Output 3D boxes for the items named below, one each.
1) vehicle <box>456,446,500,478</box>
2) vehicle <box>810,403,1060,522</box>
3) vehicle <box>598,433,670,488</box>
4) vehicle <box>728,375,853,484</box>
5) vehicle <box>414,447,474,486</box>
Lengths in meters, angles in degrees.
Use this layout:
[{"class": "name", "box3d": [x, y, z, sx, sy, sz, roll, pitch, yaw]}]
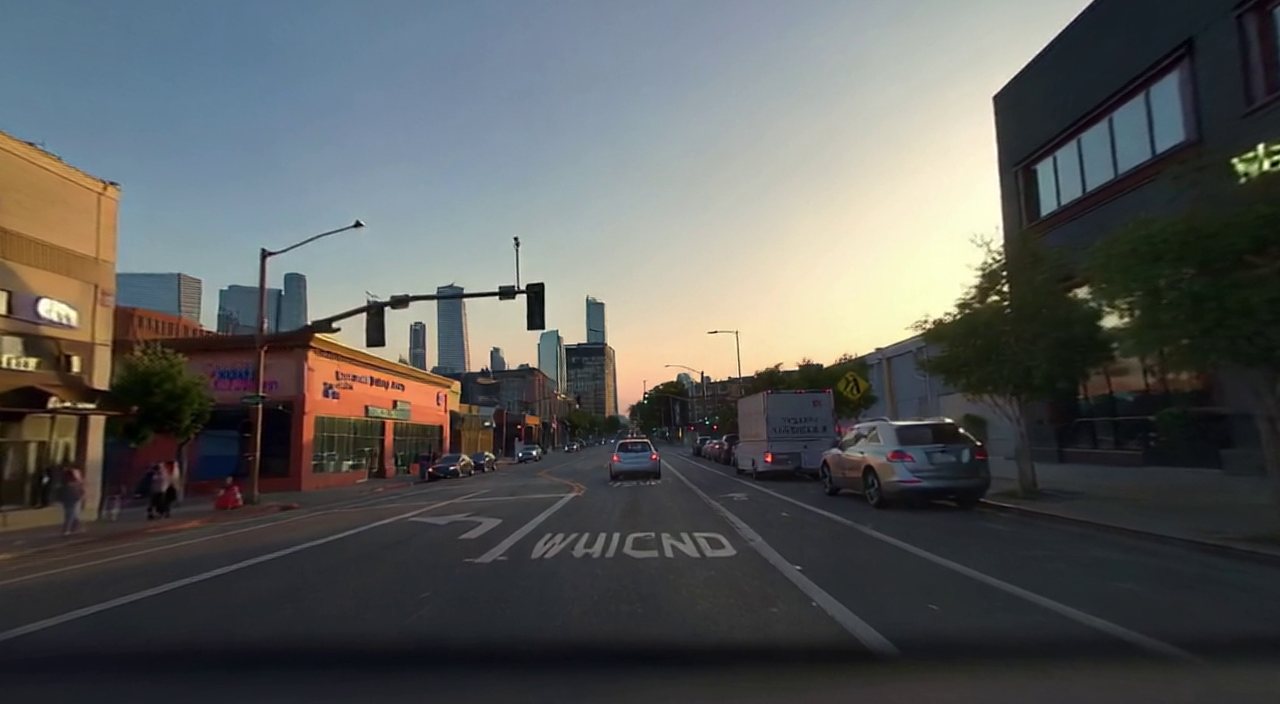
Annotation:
[{"class": "vehicle", "box3d": [-11.355, 7.695, 44.575, 1.872, 1.731, 4.656, -4, -6, -2]}, {"class": "vehicle", "box3d": [5.588, 2.211, 13.223, 2.367, 1.917, 5.810, 0, -8, -1]}, {"class": "vehicle", "box3d": [-0.181, 3.498, 20.735, 2.086, 1.575, 4.205, 0, -8, 0]}, {"class": "vehicle", "box3d": [5.424, 3.050, 24.408, 2.893, 3.553, 7.295, 0, -8, -1]}, {"class": "vehicle", "box3d": [-11.280, 6.578, 36.636, 2.055, 1.685, 4.370, -6, -5, -1]}]
